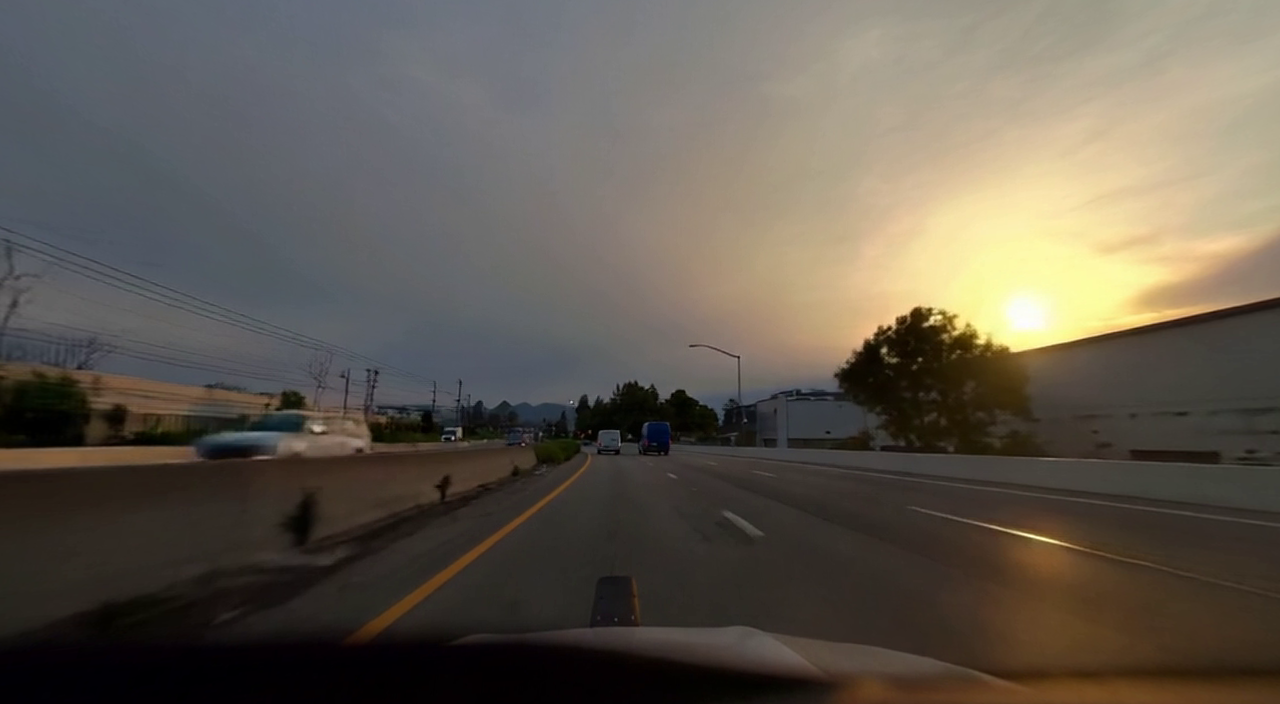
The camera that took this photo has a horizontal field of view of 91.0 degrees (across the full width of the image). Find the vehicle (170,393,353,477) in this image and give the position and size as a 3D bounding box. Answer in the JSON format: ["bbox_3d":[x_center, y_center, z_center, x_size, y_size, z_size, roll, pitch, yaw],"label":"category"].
[{"bbox_3d":[-7.991,1.818,13.763,1.734,1.560,3.682,0,-8,-1],"label":"vehicle"}]
